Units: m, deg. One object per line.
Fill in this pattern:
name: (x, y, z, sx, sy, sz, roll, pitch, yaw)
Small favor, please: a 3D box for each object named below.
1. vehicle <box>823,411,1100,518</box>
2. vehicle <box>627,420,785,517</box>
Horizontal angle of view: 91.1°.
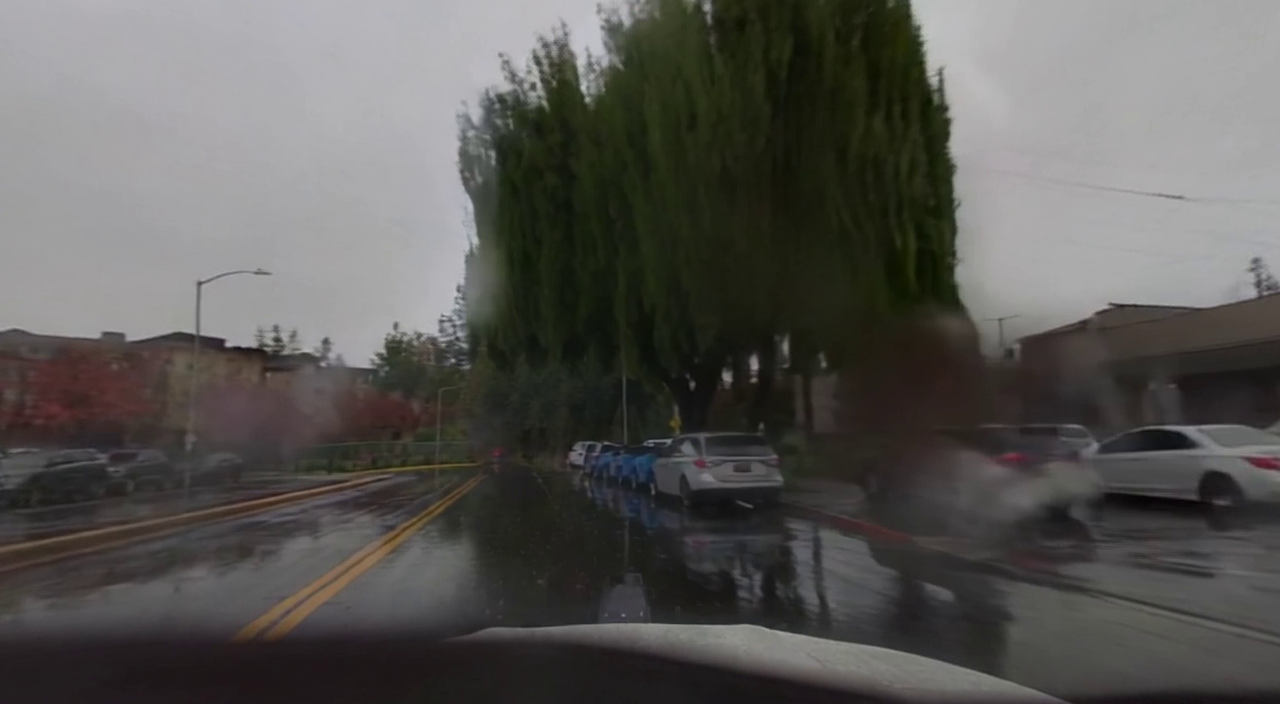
vehicle: (6.912, 2.425, 14.682, 2.282, 1.893, 6.027, 0, -7, -13)
vehicle: (1.334, 2.829, 15.937, 2.292, 1.974, 5.853, 1, -9, -12)
